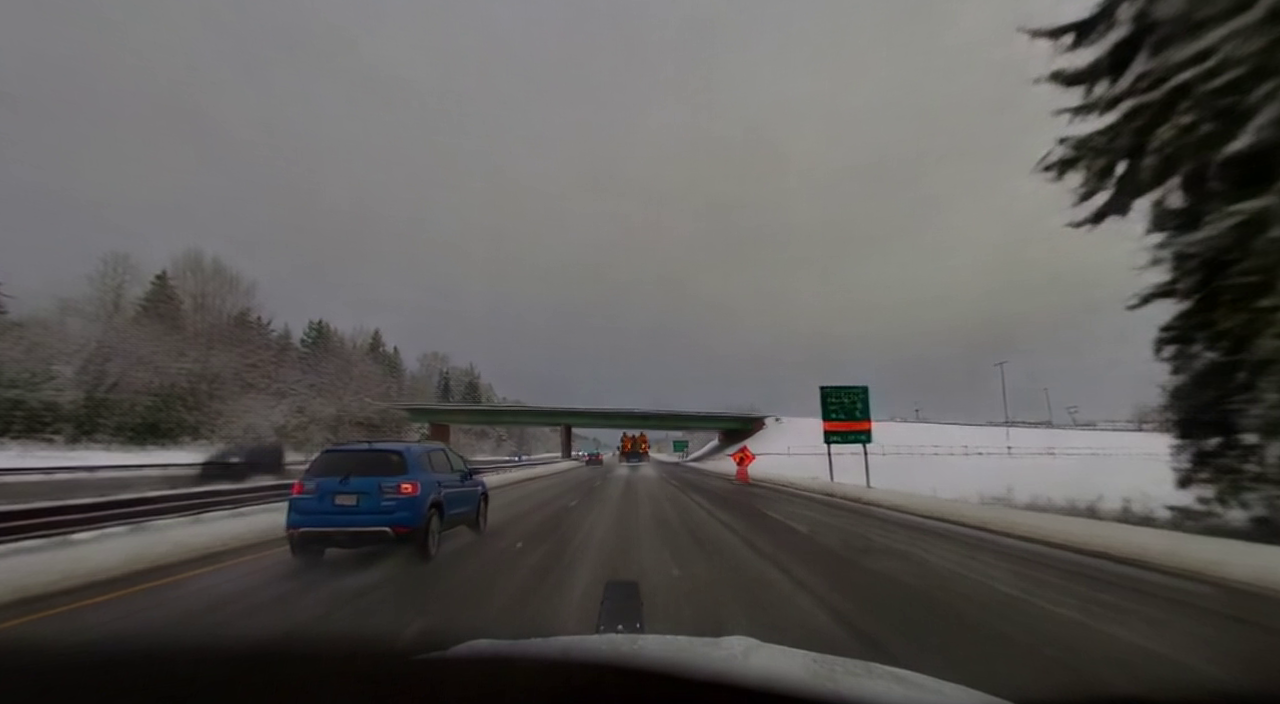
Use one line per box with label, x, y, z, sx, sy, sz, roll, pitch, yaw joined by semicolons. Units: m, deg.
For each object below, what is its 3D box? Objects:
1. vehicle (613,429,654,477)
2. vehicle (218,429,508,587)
vehicle;-0.547;7.066;44.401;2.672;3.056;6.900;0;-9;-2
vehicle;-3.361;1.970;8.796;2.088;1.643;4.215;0;-9;0
